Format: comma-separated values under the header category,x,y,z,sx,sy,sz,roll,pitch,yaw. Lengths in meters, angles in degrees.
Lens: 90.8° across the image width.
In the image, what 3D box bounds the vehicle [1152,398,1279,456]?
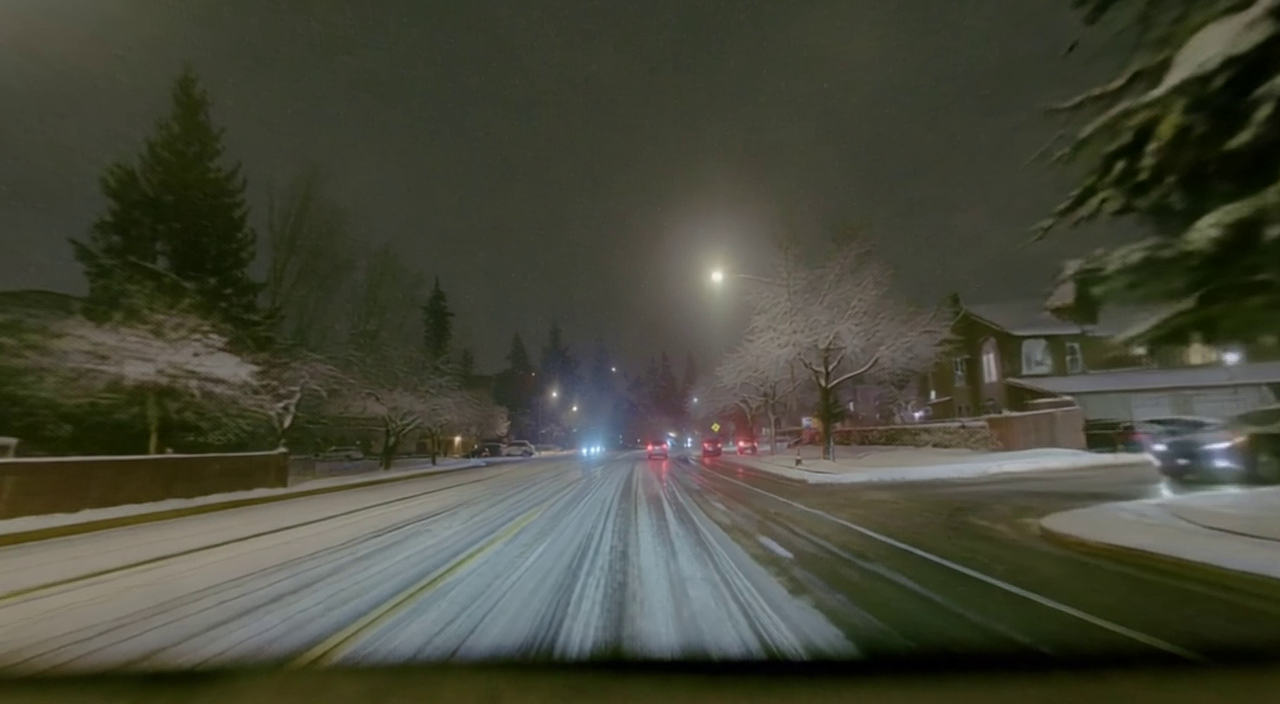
category,x,y,z,sx,sy,sz,roll,pitch,yaw
vehicle,19.860,2.499,21.009,1.924,1.703,4.254,-4,-9,-1
